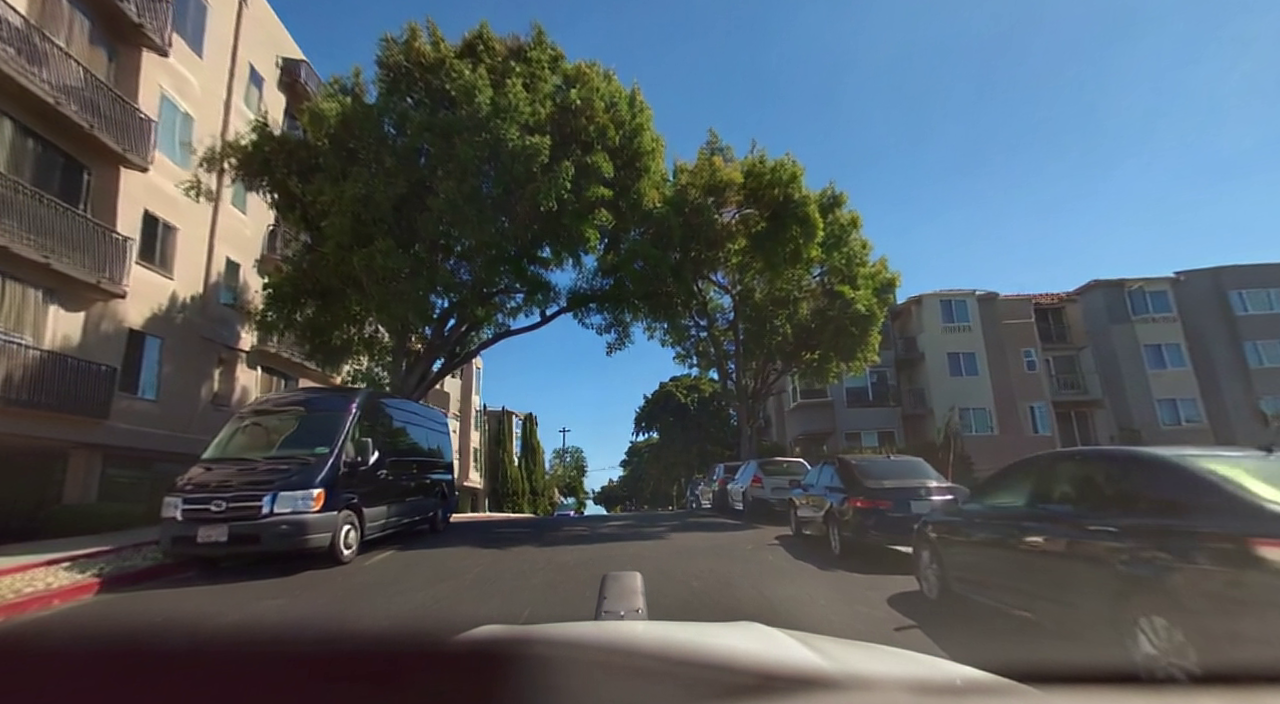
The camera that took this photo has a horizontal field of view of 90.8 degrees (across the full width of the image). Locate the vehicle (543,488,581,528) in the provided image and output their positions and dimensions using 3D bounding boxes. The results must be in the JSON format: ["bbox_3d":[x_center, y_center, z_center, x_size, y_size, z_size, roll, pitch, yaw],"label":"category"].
[{"bbox_3d":[-5.093,10.219,41.610,2.090,1.674,4.457,-4,-4,-3],"label":"vehicle"}]

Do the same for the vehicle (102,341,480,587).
[{"bbox_3d":[-4.761,1.744,10.566,2.546,2.664,6.863,-2,-9,-1],"label":"vehicle"}]

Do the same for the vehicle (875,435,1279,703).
[{"bbox_3d":[3.270,1.302,4.057,1.827,1.436,4.322,0,-9,0],"label":"vehicle"}]
